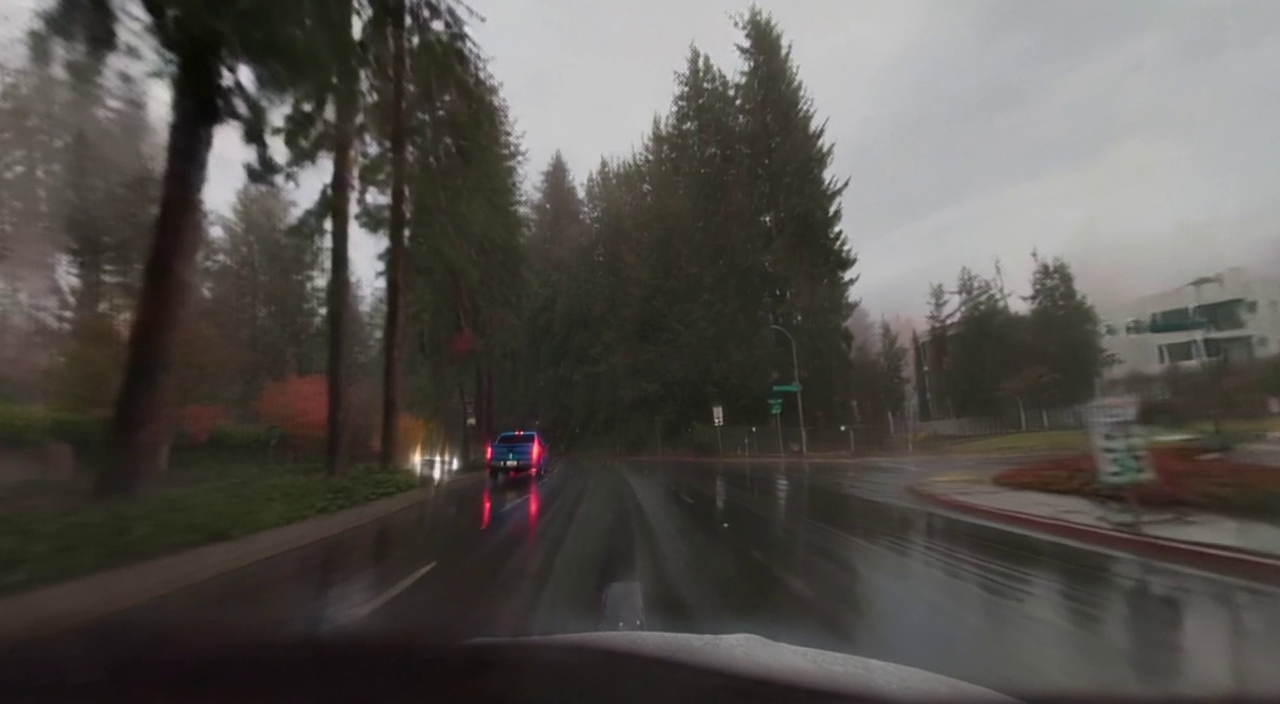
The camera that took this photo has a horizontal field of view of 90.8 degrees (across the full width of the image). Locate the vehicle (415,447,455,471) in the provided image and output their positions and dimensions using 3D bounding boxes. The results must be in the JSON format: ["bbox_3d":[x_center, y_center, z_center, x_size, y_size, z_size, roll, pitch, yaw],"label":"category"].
[{"bbox_3d":[-14.595,7.621,45.211,1.883,1.632,4.024,1,-8,-6],"label":"vehicle"}]

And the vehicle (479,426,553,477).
[{"bbox_3d":[-4.999,4.141,26.513,2.267,1.849,6.402,0,-8,-4],"label":"vehicle"}]
